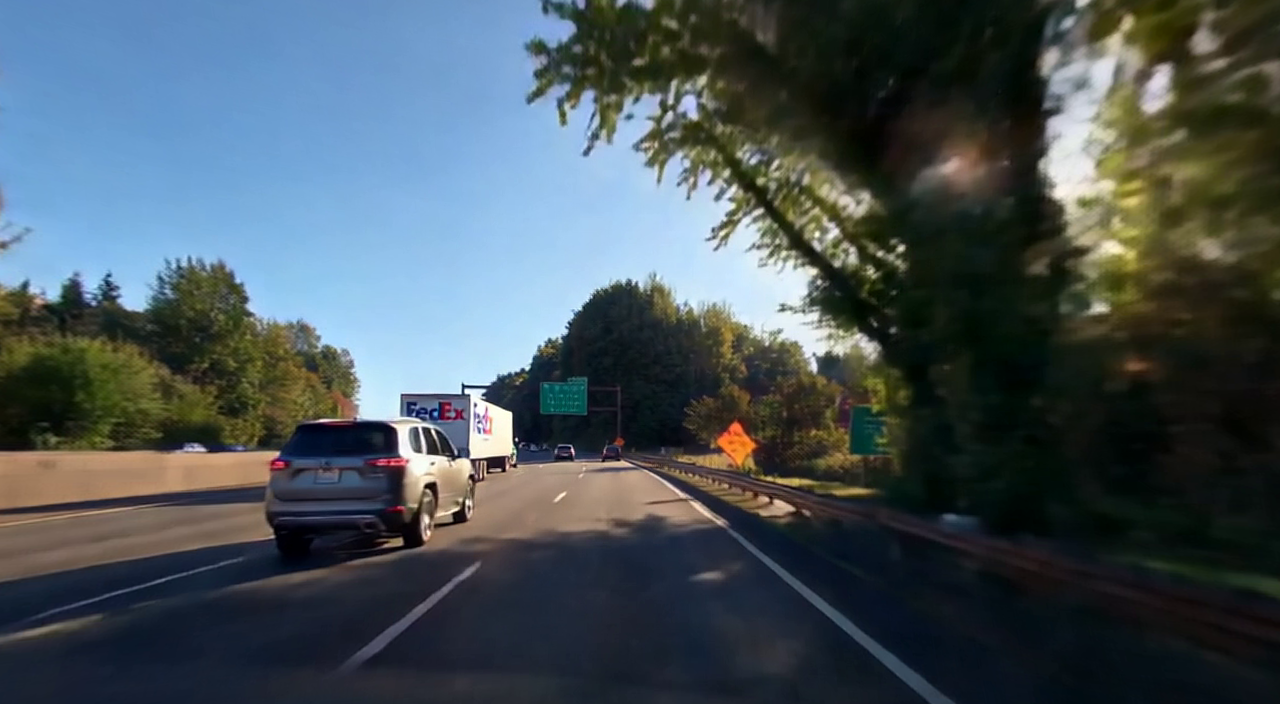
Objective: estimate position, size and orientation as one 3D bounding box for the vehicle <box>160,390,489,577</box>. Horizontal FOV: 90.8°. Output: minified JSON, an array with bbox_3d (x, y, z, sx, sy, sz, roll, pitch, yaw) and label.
[{"bbox_3d":[-3.759,1.678,8.783,2.170,1.886,4.628,0,-9,0],"label":"vehicle"}]

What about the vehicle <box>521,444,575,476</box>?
[{"bbox_3d":[-4.412,5.278,31.136,2.192,1.478,4.591,0,-9,-3],"label":"vehicle"}]
